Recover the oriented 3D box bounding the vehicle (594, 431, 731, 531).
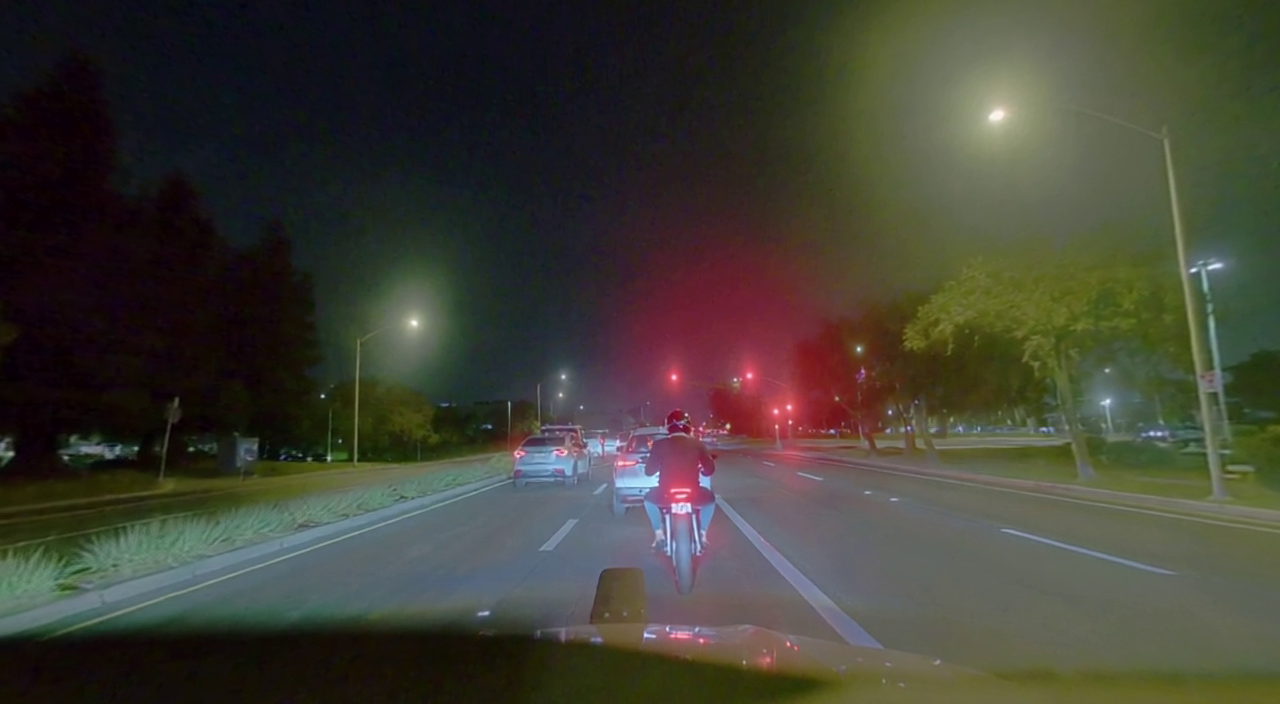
[{"bbox_3d":[0.405,2.237,11.611,2.009,1.450,4.608,-1,-8,2],"label":"vehicle"}]

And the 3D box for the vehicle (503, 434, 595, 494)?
[{"bbox_3d":[-2.487,3.169,18.208,1.979,1.499,3.840,-1,-8,2],"label":"vehicle"}]
